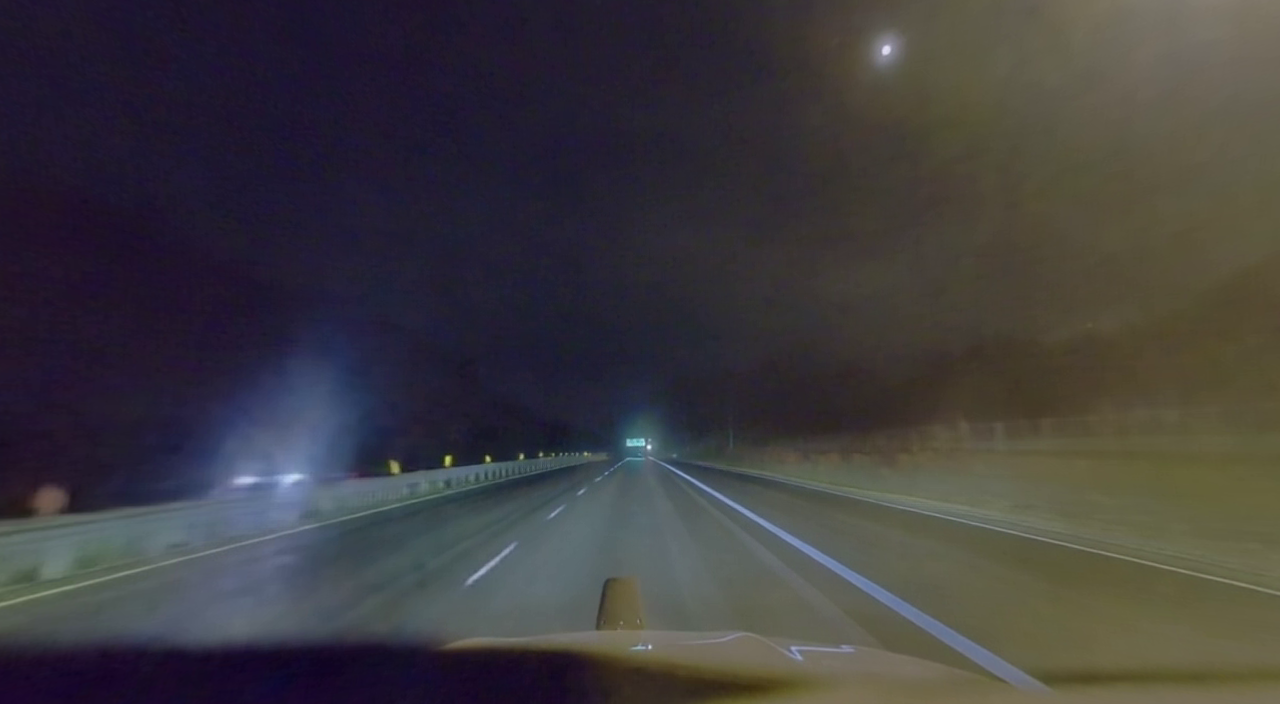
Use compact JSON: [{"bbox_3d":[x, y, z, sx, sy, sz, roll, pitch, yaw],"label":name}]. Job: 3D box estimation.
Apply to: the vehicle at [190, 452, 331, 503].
[{"bbox_3d":[-12.346,4.076,20.928,1.944,1.473,4.398,0,-9,0],"label":"vehicle"}]
